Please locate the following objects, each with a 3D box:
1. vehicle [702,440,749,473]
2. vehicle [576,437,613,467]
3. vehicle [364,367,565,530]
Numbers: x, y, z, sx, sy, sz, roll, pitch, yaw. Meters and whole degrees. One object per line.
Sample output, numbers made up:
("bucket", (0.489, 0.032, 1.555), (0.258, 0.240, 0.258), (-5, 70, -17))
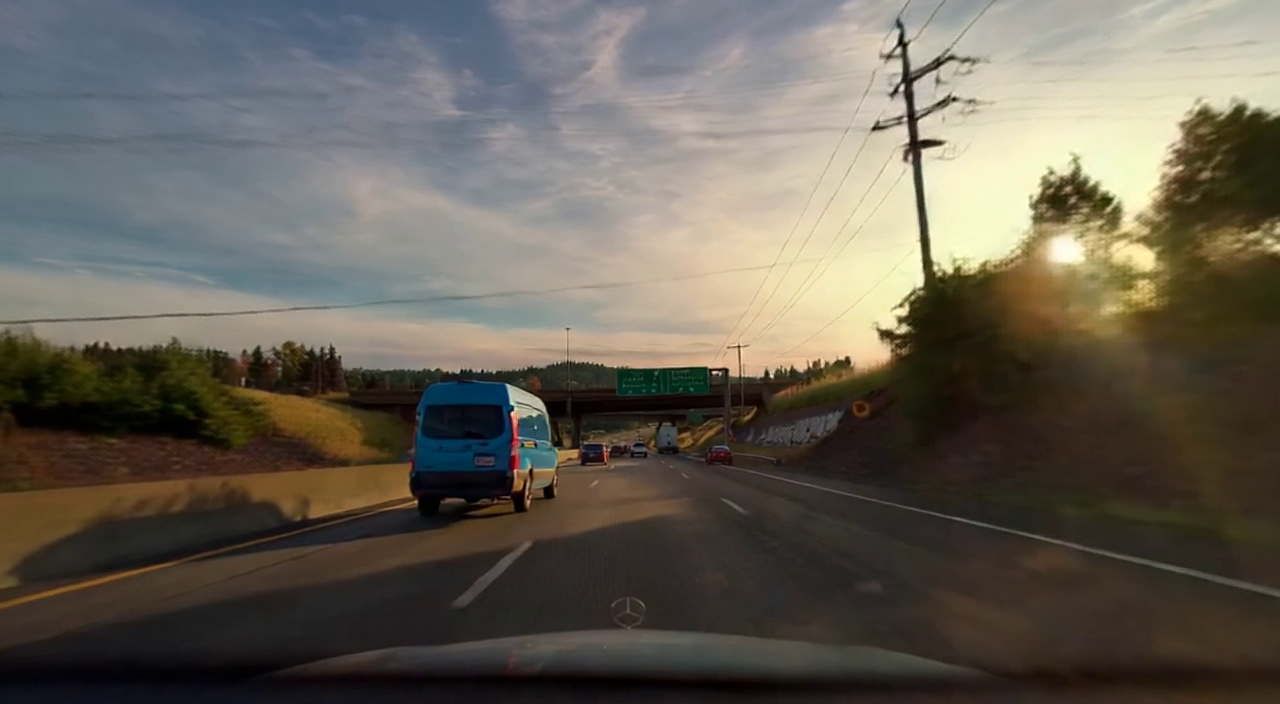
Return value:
("vehicle", (4.648, 5.788, 34.963), (1.936, 1.664, 4.198), (0, -9, -1))
("vehicle", (-3.218, 7.237, 45.747), (2.334, 2.051, 4.900), (0, -9, 0))
("vehicle", (-3.181, 2.002, 13.154), (2.451, 2.627, 5.868), (0, -9, 0))
